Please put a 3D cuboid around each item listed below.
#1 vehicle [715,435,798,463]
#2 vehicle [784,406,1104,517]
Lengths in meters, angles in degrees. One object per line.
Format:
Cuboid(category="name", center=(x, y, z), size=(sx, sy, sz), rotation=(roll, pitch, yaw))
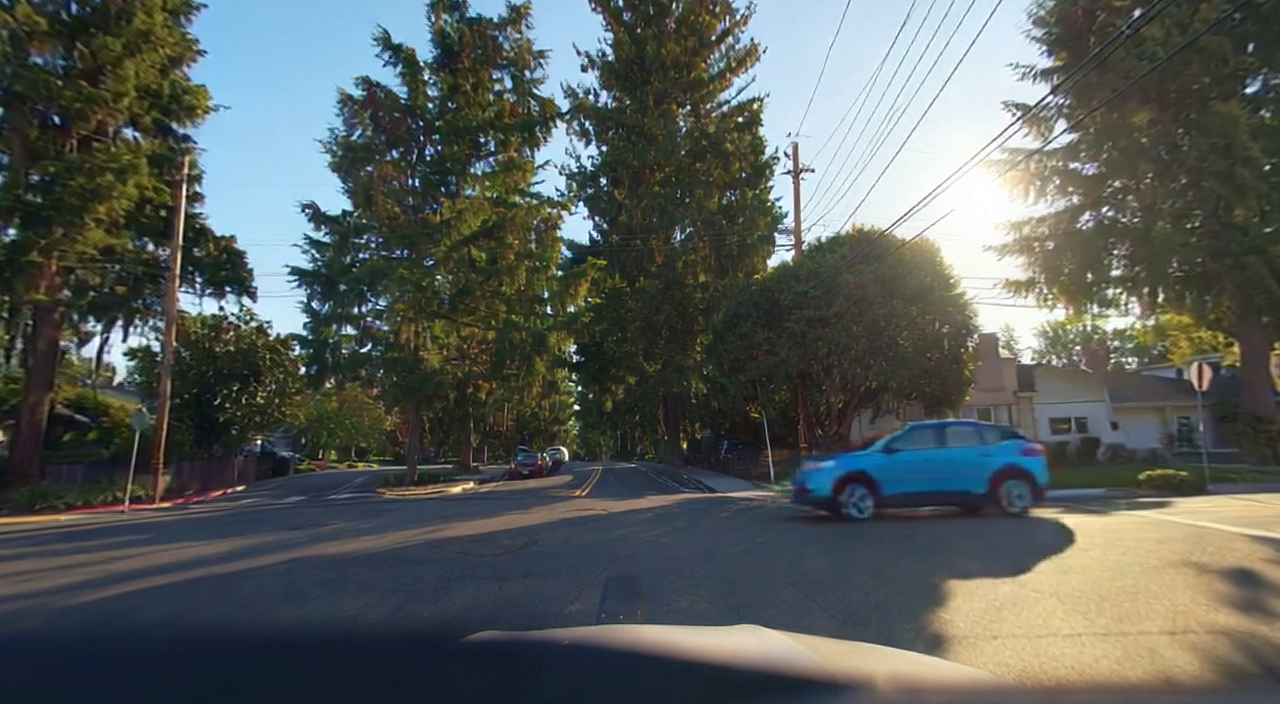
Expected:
Cuboid(category="vehicle", center=(7.262, 6.062, 39.646), size=(4.784, 1.647, 1.947), rotation=(0, -8, -5))
Cuboid(category="vehicle", center=(5.386, 1.994, 11.773), size=(4.809, 1.834, 2.181), rotation=(0, -8, -2))
